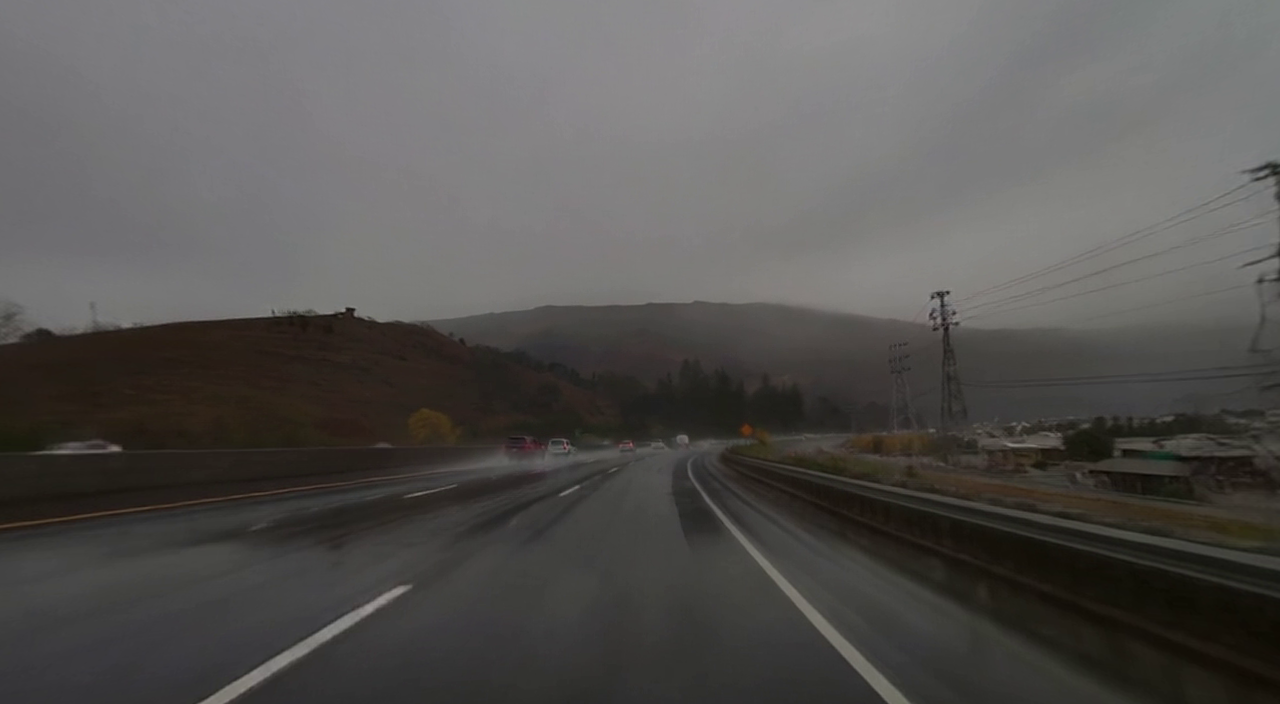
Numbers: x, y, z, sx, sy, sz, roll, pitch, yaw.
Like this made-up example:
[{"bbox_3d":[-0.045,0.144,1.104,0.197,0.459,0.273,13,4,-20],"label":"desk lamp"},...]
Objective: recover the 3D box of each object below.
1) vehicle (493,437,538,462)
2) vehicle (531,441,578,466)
[{"bbox_3d":[-9.119,7.221,46.458,2.063,1.743,4.392,-1,-9,5],"label":"vehicle"},{"bbox_3d":[-5.318,6.377,39.552,2.010,1.489,4.456,-1,-9,4],"label":"vehicle"}]
